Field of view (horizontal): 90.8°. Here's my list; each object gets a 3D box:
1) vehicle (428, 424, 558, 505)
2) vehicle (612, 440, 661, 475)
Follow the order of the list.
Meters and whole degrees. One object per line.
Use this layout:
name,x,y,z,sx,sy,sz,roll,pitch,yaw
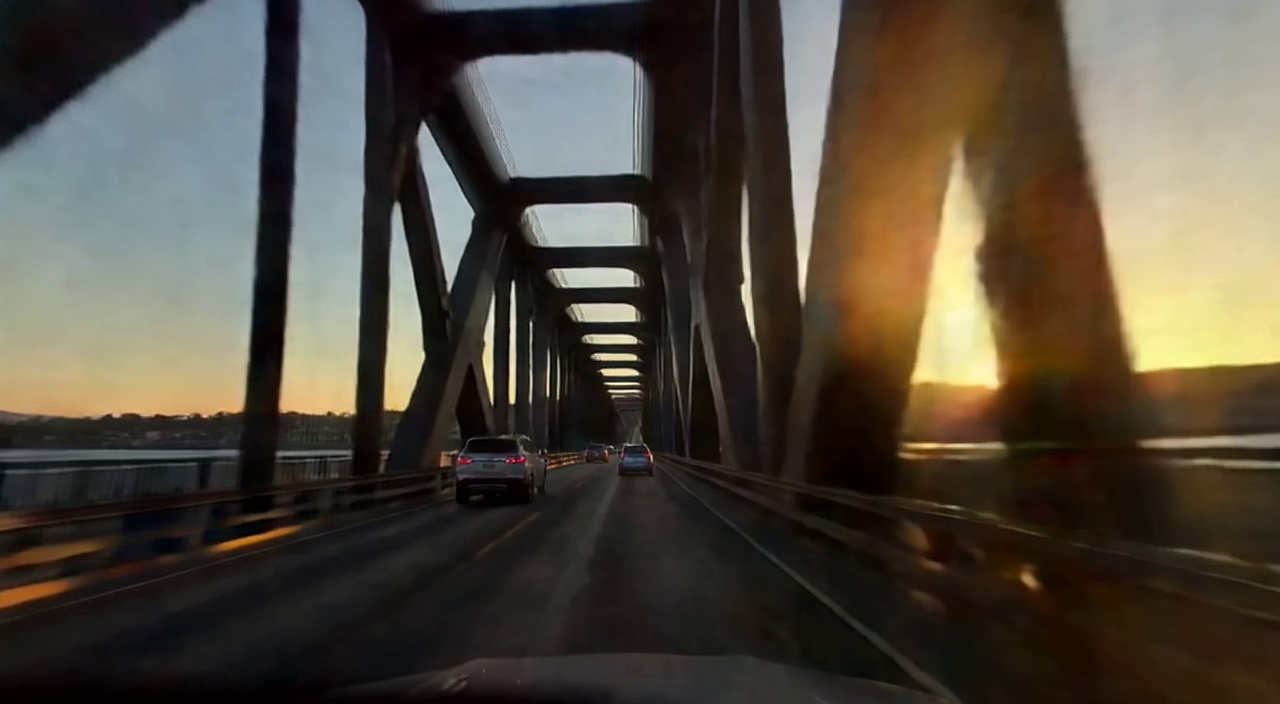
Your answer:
vehicle,-3.620,2.888,16.633,2.190,1.807,4.741,-1,-8,1
vehicle,-0.157,4.765,28.699,2.048,1.450,3.973,0,-8,0
